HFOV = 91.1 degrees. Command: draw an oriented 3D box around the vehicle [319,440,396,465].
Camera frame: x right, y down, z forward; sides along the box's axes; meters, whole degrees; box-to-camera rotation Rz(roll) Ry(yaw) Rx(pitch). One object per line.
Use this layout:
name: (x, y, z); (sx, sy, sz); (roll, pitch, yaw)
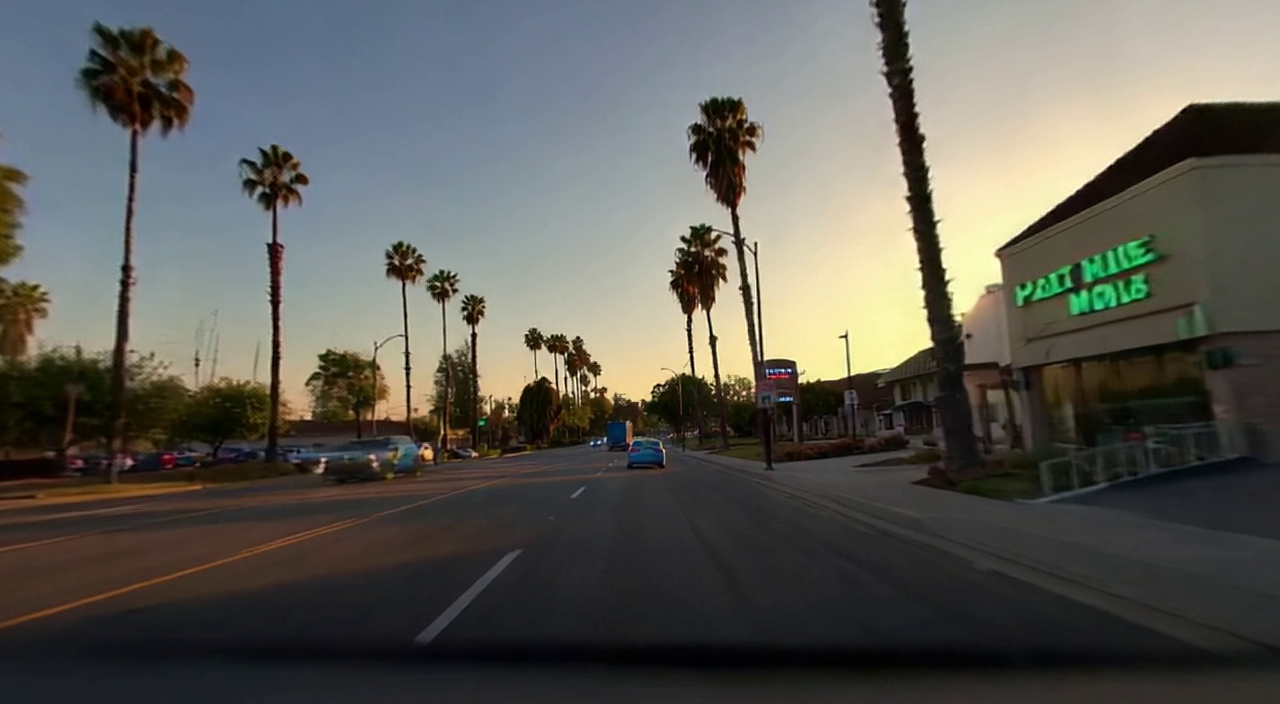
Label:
vehicle: (-22.178, 7.893, 49.393); (4.961, 1.894, 2.256); (0, -9, -1)

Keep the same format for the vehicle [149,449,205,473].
vehicle: (-35.016, 8.207, 47.455); (4.157, 1.639, 1.955); (-6, -10, 33)

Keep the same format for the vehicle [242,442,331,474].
vehicle: (-22.928, 6.868, 40.873); (4.672, 1.665, 1.957); (-3, -7, -2)

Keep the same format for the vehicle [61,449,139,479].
vehicle: (-35.301, 7.279, 41.043); (4.727, 1.857, 2.136); (-5, -10, 28)

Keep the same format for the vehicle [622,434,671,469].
vehicle: (0.242, 4.639, 29.386); (2.144, 1.514, 4.063); (0, -8, -1)
